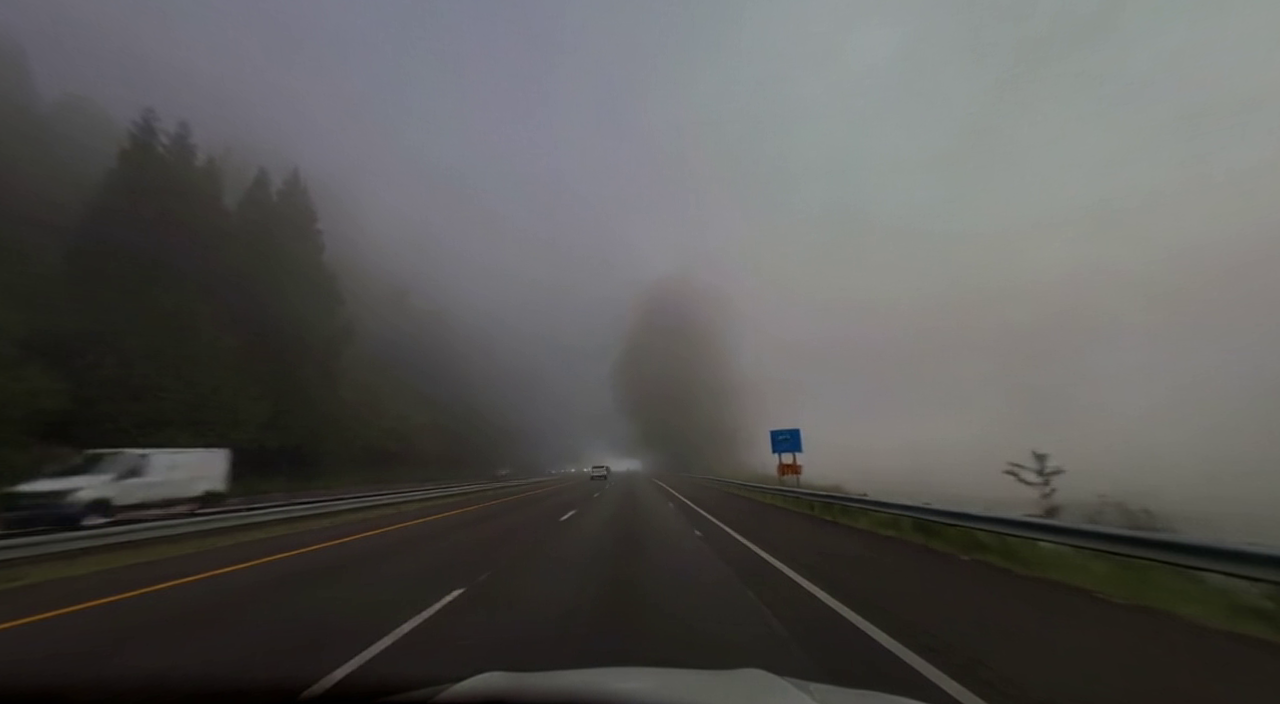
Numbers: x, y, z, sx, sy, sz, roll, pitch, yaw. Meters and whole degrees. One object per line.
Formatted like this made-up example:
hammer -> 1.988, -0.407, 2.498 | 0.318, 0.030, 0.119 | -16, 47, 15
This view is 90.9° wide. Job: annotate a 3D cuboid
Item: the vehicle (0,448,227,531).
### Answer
vehicle -> -12.749, 3.303, 15.518 | 1.971, 1.687, 4.517 | 1, -10, 0
